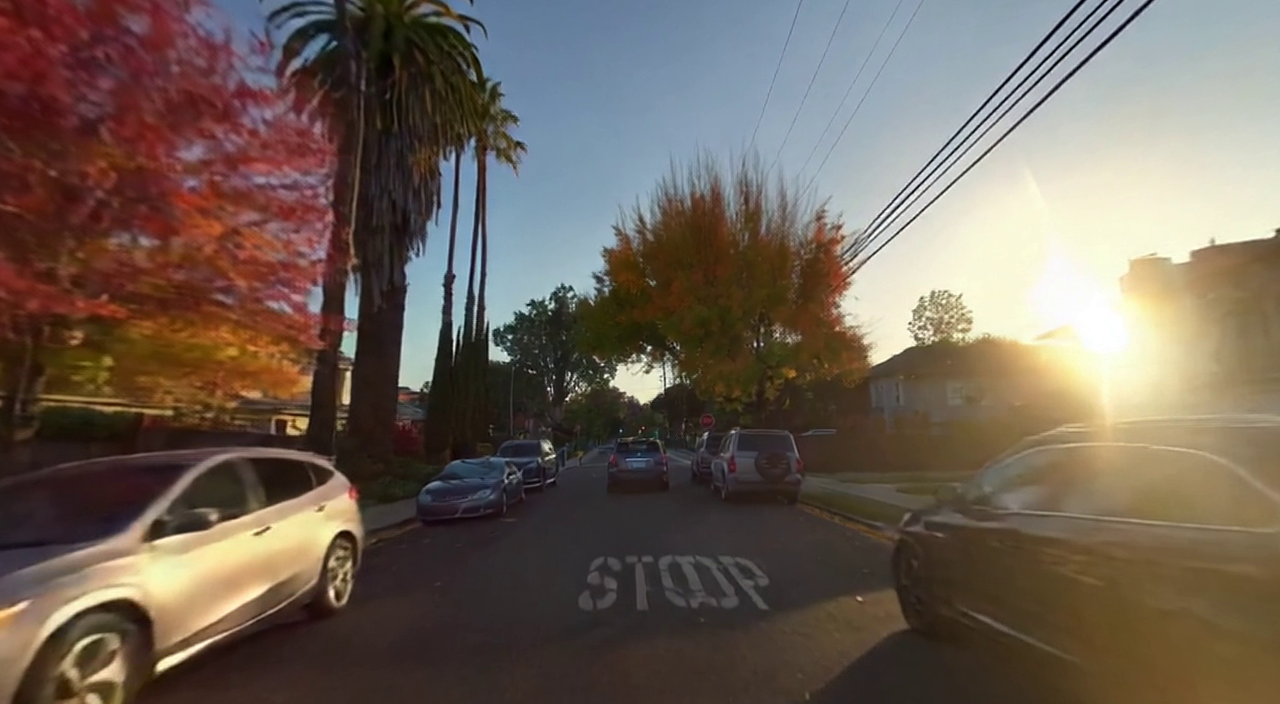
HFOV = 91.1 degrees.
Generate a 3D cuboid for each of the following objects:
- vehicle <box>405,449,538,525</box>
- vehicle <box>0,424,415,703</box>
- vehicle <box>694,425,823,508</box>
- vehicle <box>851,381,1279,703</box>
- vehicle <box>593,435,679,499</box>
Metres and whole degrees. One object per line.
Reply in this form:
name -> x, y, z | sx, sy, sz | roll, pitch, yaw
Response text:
vehicle -> -3.315, 2.704, 13.124 | 1.728, 1.305, 3.805 | 0, -8, 0
vehicle -> -3.156, 1.270, 4.092 | 1.911, 1.449, 4.412 | 0, -8, -3
vehicle -> 2.579, 2.653, 15.043 | 2.136, 1.650, 4.837 | 0, -8, 0
vehicle -> 2.808, 1.057, 3.034 | 1.967, 1.563, 4.237 | 0, -8, -2
vehicle -> -0.118, 3.028, 16.971 | 2.010, 1.499, 4.107 | 0, -8, -1
